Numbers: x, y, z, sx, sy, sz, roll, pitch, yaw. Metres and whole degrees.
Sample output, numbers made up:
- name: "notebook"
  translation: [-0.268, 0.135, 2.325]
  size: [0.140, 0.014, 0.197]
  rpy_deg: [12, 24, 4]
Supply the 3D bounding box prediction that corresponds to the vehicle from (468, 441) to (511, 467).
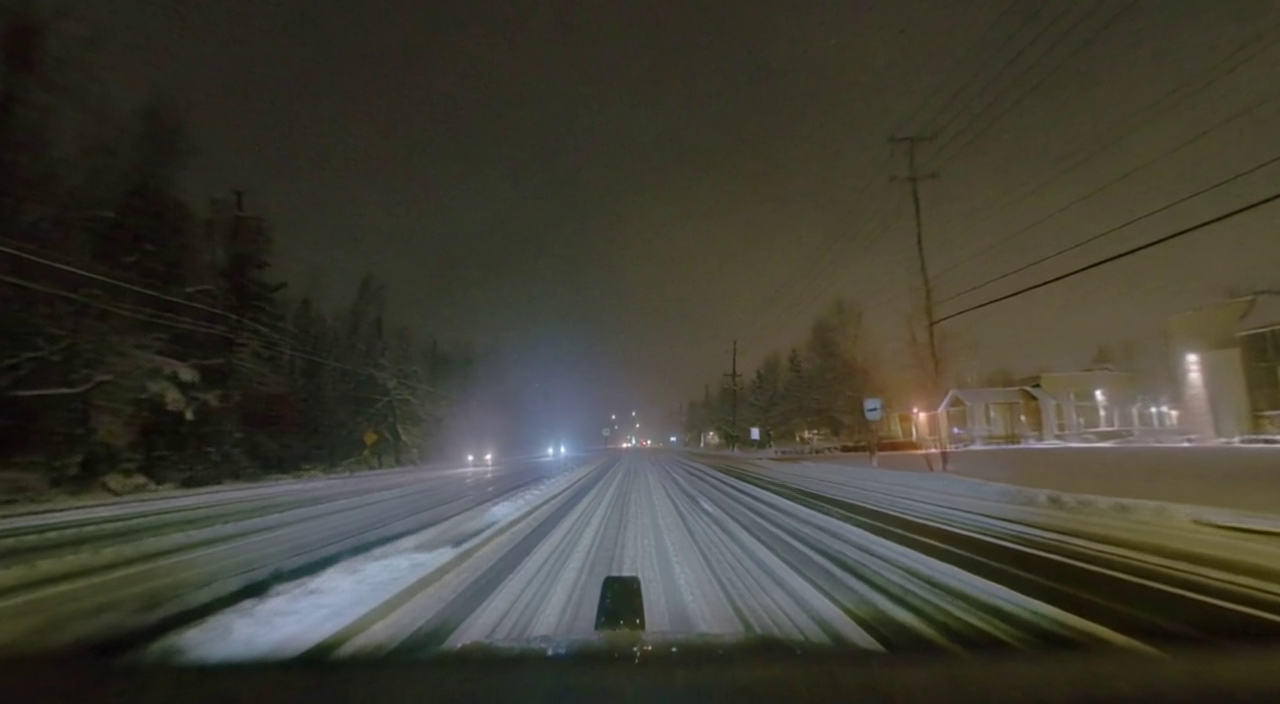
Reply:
- name: "vehicle"
  translation: [-10.675, 7.262, 45.115]
  size: [1.923, 1.702, 4.387]
  rpy_deg: [0, -8, 1]
